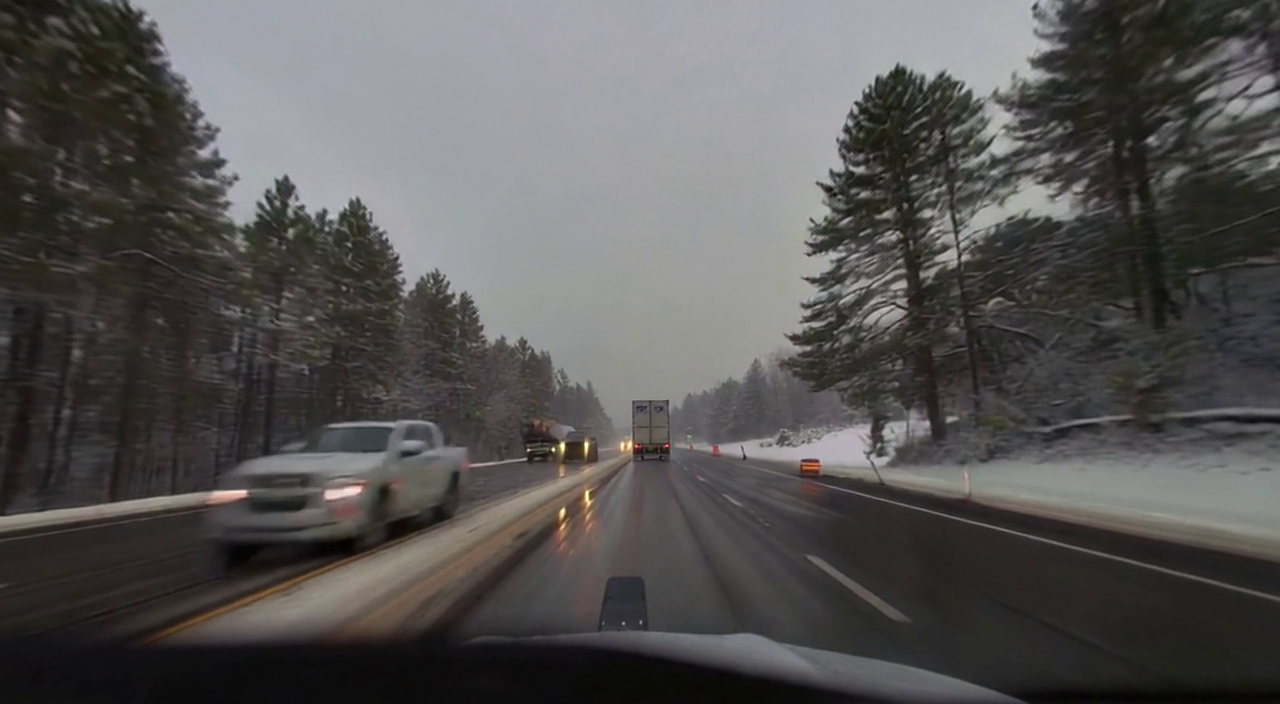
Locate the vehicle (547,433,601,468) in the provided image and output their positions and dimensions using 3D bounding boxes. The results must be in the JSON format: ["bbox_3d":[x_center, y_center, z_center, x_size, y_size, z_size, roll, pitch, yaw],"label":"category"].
[{"bbox_3d":[-4.296,6.565,42.174,2.771,2.097,6.248,0,-8,1],"label":"vehicle"}]

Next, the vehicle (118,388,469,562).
[{"bbox_3d":[-5.019,1.931,10.797,2.303,2.069,6.364,0,-8,1],"label":"vehicle"}]

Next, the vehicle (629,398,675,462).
[{"bbox_3d":[0.692,5.796,45.761,2.935,4.068,11.036,0,-8,-1],"label":"vehicle"}]
